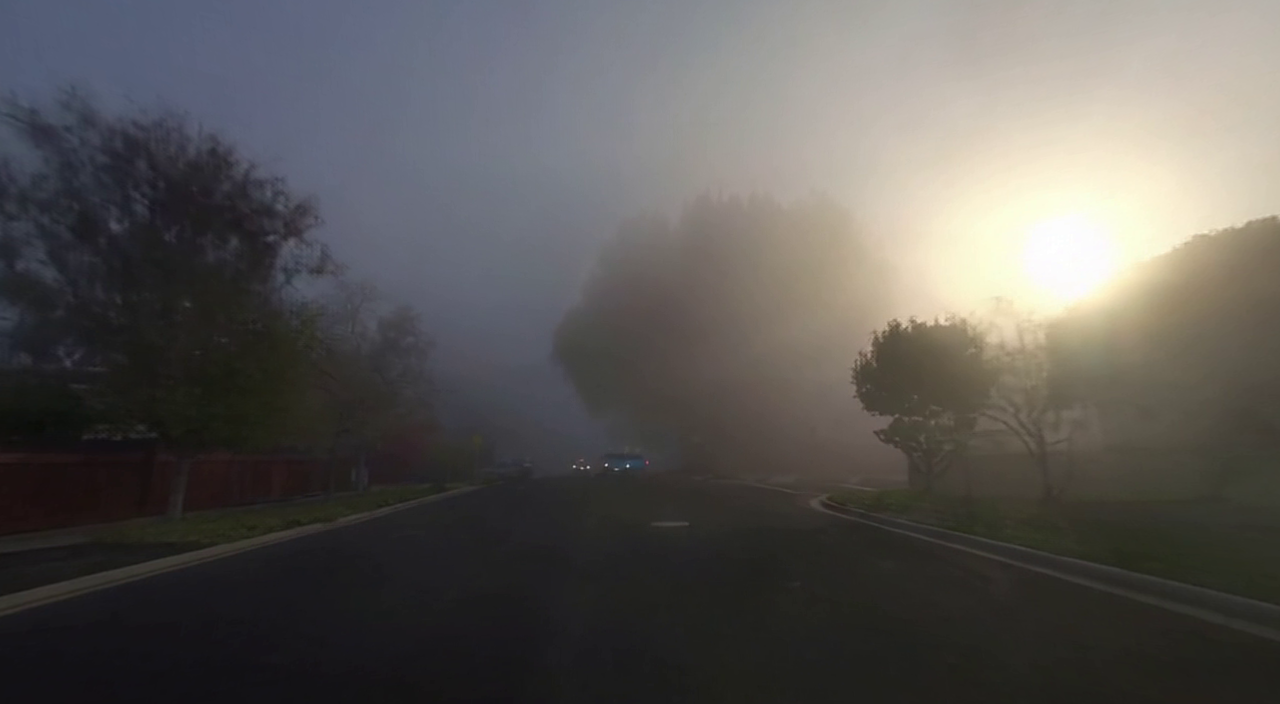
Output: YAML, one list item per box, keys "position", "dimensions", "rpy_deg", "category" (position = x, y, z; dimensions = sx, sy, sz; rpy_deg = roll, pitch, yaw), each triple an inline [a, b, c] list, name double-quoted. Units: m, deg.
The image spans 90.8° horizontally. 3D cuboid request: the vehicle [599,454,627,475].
- position: [-2.127, 8.604, 48.326]
  dimensions: [2.064, 1.477, 3.968]
  rpy_deg: [1, -9, -4]
  category: "vehicle"
